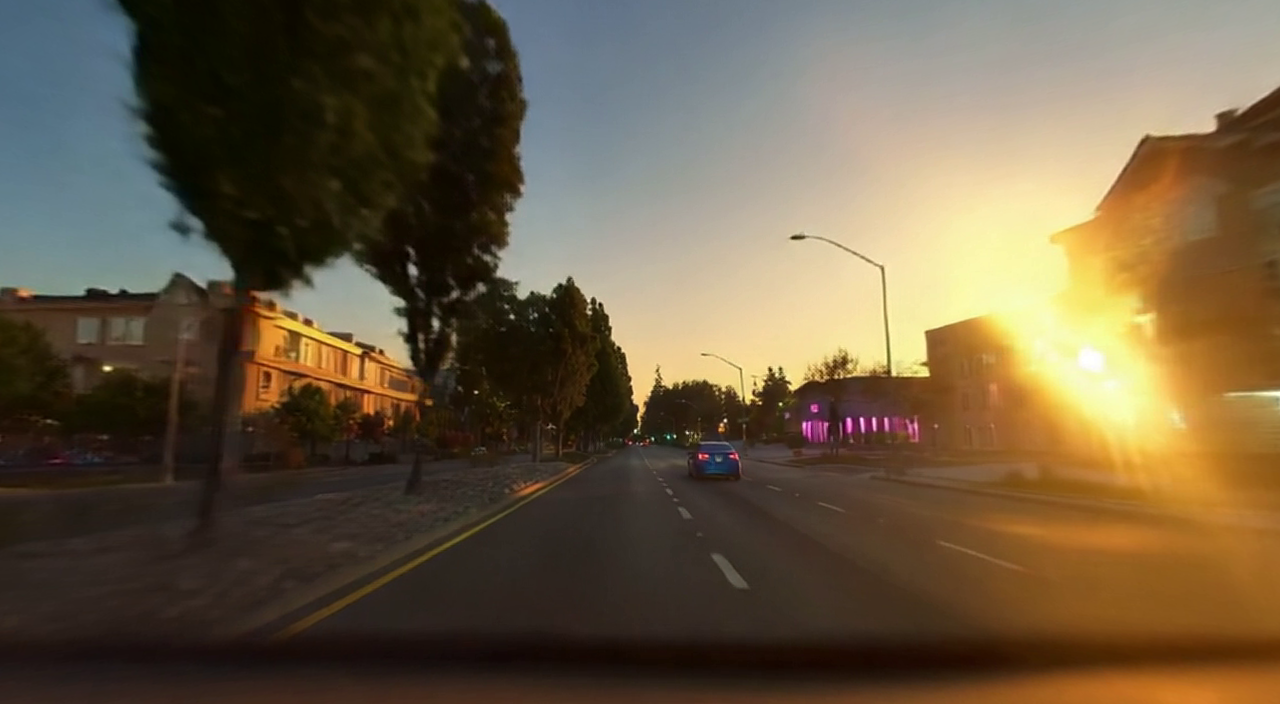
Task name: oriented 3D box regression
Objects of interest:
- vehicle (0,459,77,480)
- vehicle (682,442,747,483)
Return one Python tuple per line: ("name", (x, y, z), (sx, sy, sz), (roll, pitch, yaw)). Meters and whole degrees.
("vehicle", (-45.803, 8.889, 47.810), (4.294, 1.459, 1.898), (1, -8, -5))
("vehicle", (2.803, 4.241, 24.649), (1.929, 1.411, 4.284), (1, -8, -1))
